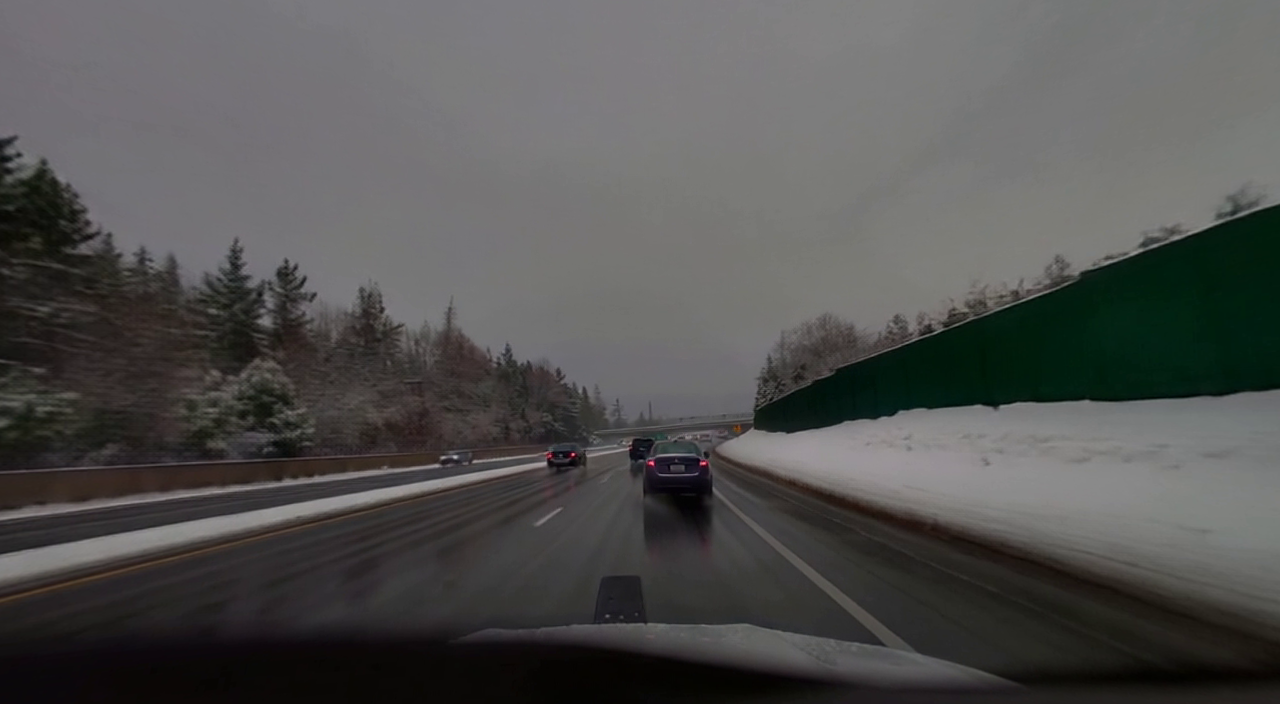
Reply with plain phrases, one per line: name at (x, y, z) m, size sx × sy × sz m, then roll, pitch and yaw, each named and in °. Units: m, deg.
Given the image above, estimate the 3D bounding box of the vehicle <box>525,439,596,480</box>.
vehicle at (-3.007, 4.194, 24.856) m, size 2.059 × 1.471 × 4.152 m, roll 0°, pitch -8°, yaw 3°

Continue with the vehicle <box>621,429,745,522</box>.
vehicle at (0.762, 2.346, 12.501) m, size 2.077 × 1.533 × 3.854 m, roll 0°, pitch -8°, yaw 1°
